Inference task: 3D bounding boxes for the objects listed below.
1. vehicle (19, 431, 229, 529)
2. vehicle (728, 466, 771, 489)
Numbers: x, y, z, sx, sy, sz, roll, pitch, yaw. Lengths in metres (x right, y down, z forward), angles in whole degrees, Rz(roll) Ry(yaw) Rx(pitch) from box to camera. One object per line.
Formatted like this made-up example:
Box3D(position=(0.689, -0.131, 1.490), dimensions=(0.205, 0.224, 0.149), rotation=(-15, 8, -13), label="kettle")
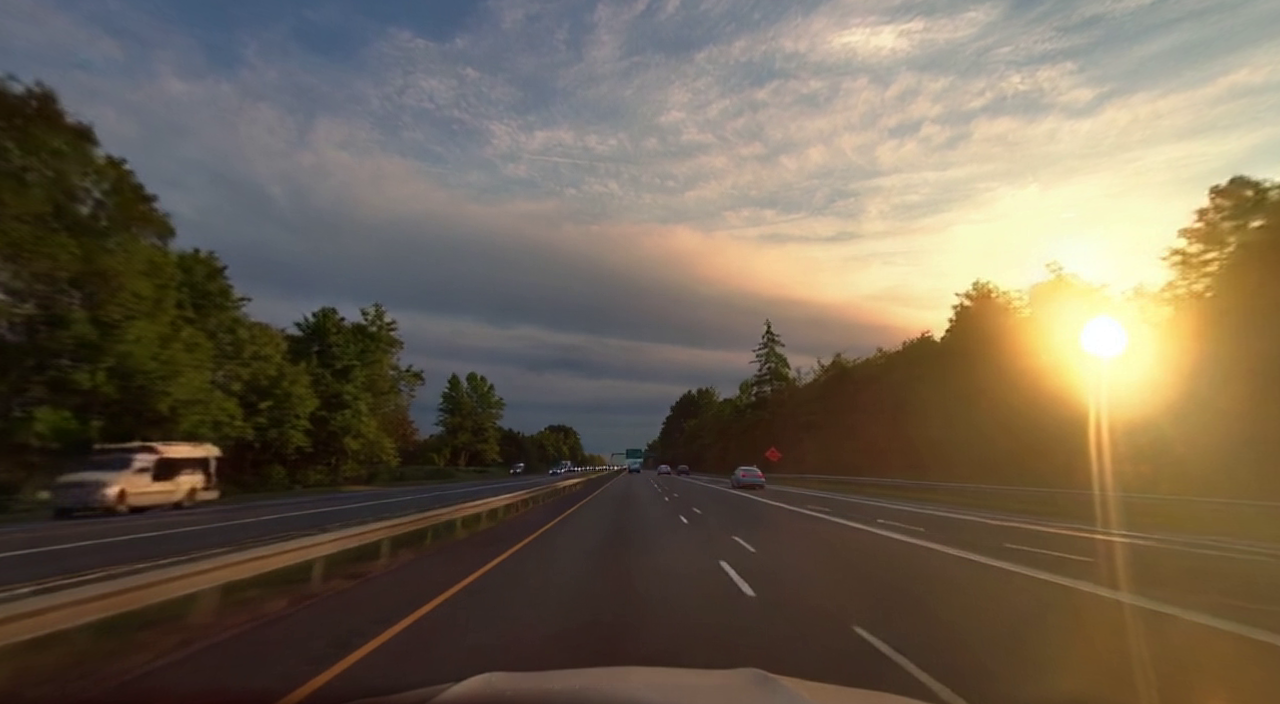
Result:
Box3D(position=(-19.604, 4.948, 24.691), dimensions=(2.775, 3.214, 6.920), rotation=(2, -11, -7), label="vehicle")
Box3D(position=(7.368, 8.506, 42.866), dimensions=(2.024, 1.476, 4.352), rotation=(1, -11, -2), label="vehicle")
